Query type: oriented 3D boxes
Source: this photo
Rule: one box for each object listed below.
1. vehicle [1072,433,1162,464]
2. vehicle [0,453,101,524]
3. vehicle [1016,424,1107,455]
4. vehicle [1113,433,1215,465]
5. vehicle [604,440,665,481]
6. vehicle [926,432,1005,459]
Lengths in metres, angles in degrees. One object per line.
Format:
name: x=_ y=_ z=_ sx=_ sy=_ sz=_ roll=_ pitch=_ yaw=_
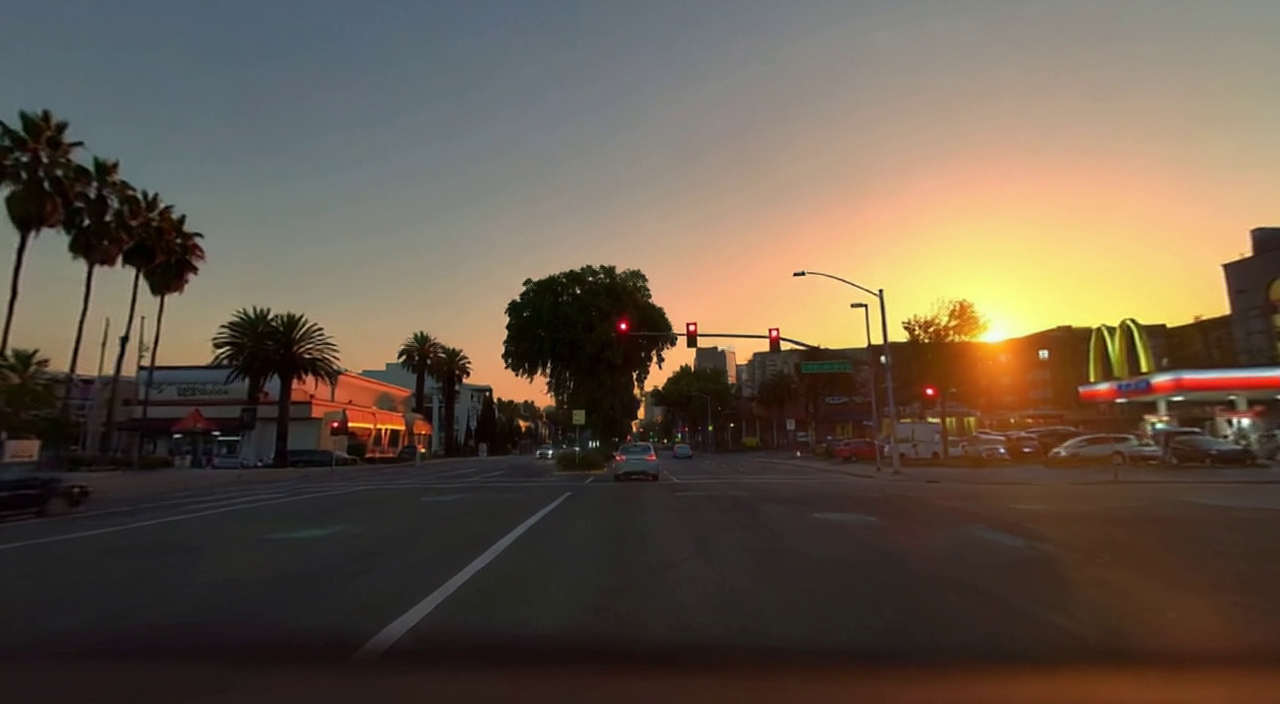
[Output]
vehicle: x=24.146 y=4.870 z=32.142 sx=1.738 sy=1.462 sz=3.609 roll=0 pitch=-8 yaw=0
vehicle: x=-15.194 y=3.112 z=14.317 sx=1.896 sy=1.508 sz=4.659 roll=0 pitch=-8 yaw=-1
vehicle: x=24.395 y=5.093 z=36.694 sx=3.783 sy=1.560 sz=1.853 roll=-4 pitch=-10 yaw=9
vehicle: x=26.226 y=4.841 z=31.804 sx=1.923 sy=1.501 sz=3.849 roll=0 pitch=-8 yaw=2
vehicle: x=-0.259 y=4.361 z=25.822 sx=2.270 sy=1.475 sz=4.571 roll=0 pitch=-8 yaw=-1
vehicle: x=19.431 y=5.601 z=37.843 sx=3.833 sy=1.495 sz=1.892 roll=-3 pitch=-8 yaw=17
